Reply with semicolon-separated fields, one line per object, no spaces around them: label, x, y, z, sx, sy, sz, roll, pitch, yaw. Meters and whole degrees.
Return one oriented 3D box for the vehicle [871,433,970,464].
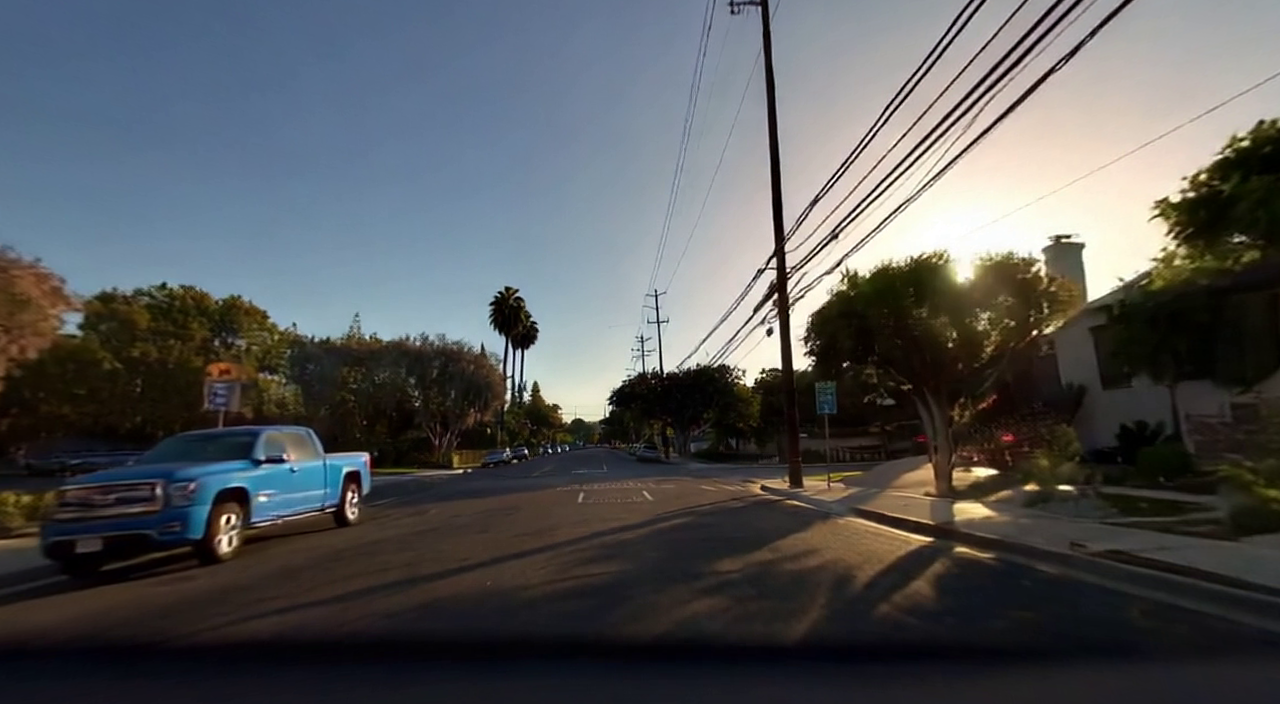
vehicle;15.211;5.245;34.406;4.381;1.645;2.013;0;-8;-3

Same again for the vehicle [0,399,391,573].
vehicle;-6.548;2.043;10.668;2.455;2.045;6.171;0;-8;-3
